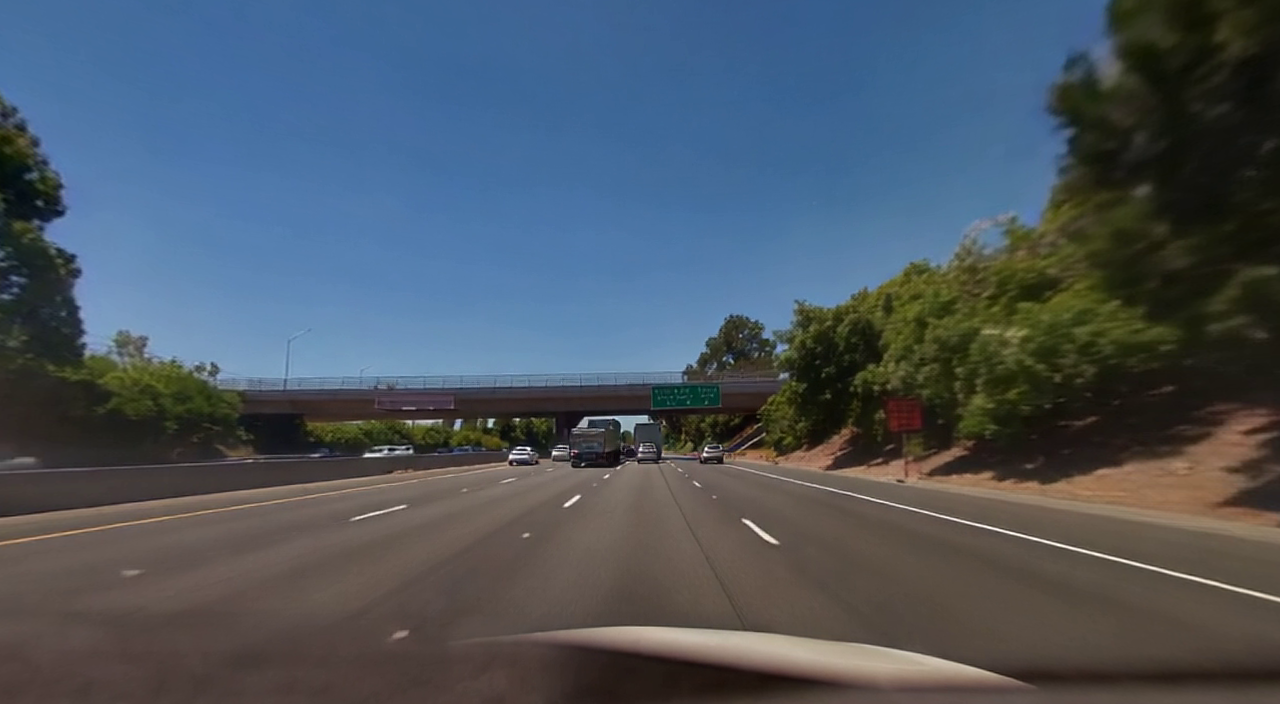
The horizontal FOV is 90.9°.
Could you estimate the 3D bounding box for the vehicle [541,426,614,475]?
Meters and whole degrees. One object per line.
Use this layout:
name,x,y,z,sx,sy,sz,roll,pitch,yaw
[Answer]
vehicle,-3.385,6.012,38.997,2.854,2.379,16.653,0,-8,0

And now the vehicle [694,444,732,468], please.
vehicle,4.838,6.931,42.293,1.993,1.474,4.230,0,-8,-1

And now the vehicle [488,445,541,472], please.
vehicle,-7.095,6.068,36.182,1.965,1.437,4.592,0,-8,2

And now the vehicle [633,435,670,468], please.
vehicle,0.769,6.676,42.448,2.309,2.023,5.130,0,-8,0
